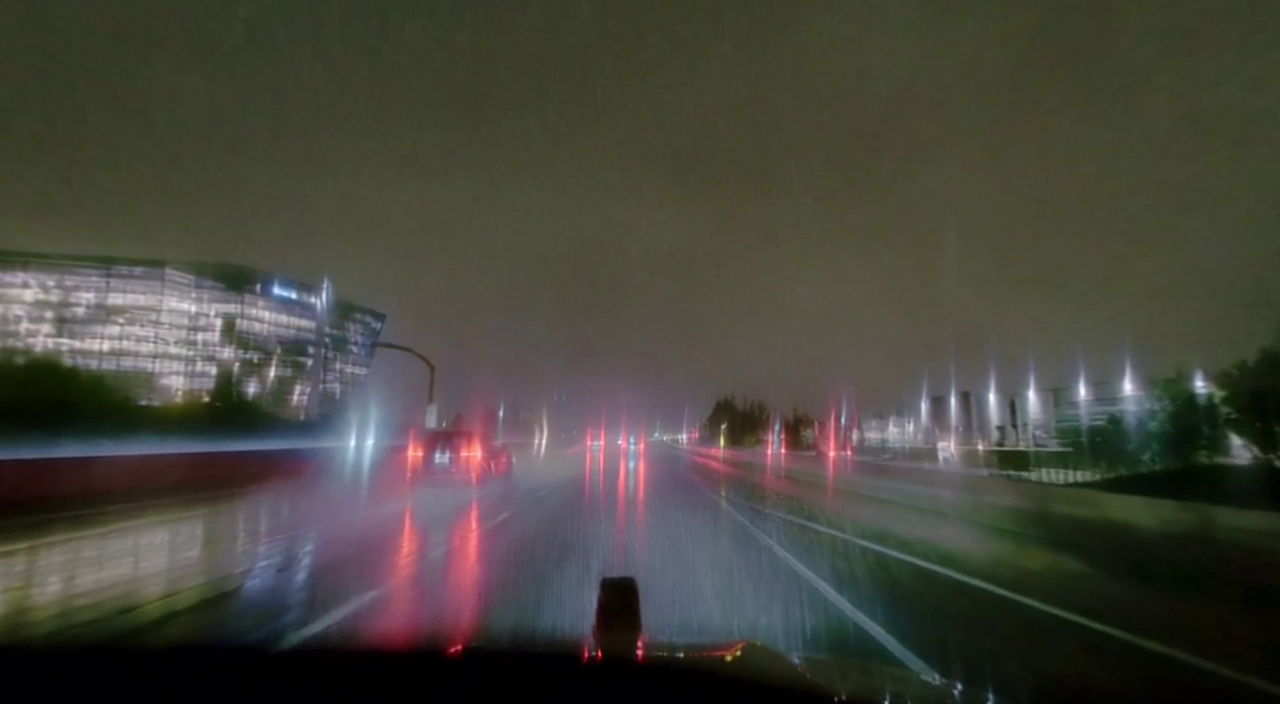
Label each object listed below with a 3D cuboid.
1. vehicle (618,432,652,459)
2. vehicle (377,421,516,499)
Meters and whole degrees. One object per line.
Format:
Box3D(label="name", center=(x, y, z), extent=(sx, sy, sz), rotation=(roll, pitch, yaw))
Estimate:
Box3D(label="vehicle", center=(-0.343, 6.002, 40.607), extent=(2.036, 1.637, 4.009), rotation=(0, -8, -1))
Box3D(label="vehicle", center=(-4.504, 2.582, 15.476), extent=(2.036, 1.612, 4.510), rotation=(0, -8, -1))
